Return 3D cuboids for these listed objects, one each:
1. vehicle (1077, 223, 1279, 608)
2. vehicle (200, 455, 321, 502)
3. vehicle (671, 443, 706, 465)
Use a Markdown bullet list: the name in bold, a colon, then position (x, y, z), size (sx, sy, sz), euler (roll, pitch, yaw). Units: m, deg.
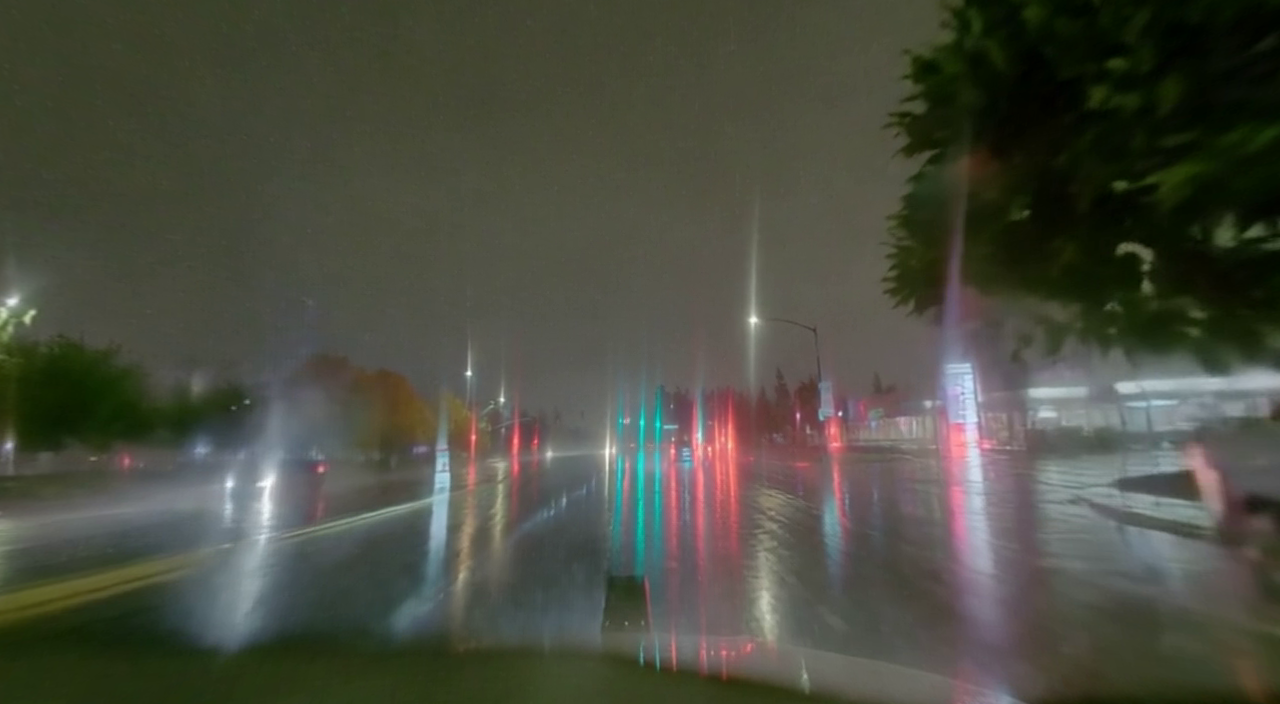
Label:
- **vehicle**: position (6.780, 0.228, 3.222), size (3.013, 3.152, 8.476), euler (0, -8, 1)
- **vehicle**: position (-13.633, 4.540, 23.007), size (1.887, 1.470, 4.240), euler (0, -8, -2)
- **vehicle**: position (3.351, 7.171, 44.369), size (2.057, 1.470, 4.454), euler (0, -8, 0)
